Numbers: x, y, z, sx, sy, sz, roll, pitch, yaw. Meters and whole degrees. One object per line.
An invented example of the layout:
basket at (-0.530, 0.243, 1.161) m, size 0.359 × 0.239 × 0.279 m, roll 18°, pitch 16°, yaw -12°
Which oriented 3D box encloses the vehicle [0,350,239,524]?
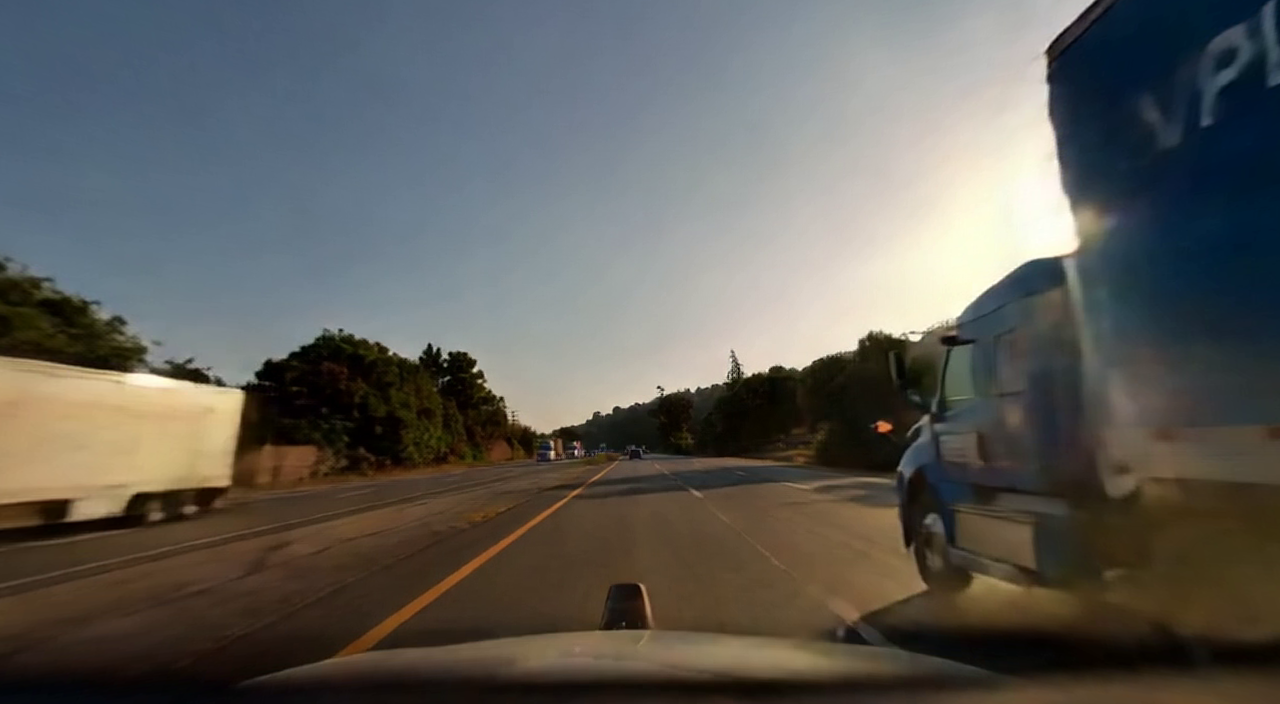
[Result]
vehicle at (-15.792, 2.213, 16.065) m, size 3.215 × 3.811 × 12.193 m, roll 0°, pitch -9°, yaw -1°

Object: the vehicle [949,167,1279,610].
vehicle at (7.281, 0.248, 5.150) m, size 3.032 × 3.946 × 12.509 m, roll 0°, pitch -9°, yaw -1°
